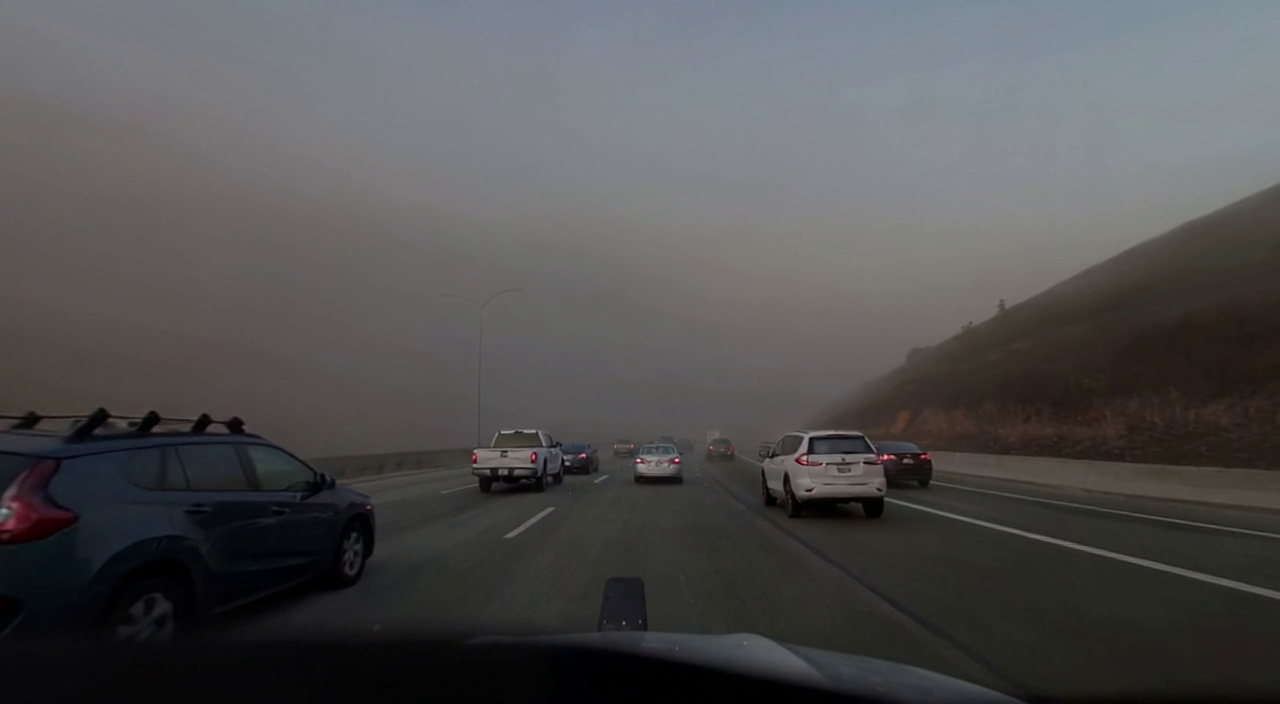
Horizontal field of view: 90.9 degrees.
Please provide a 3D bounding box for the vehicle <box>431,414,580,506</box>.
[{"bbox_3d":[-3.081,2.641,15.946,2.301,1.902,5.374,0,-8,3],"label":"vehicle"}]

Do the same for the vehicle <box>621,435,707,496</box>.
[{"bbox_3d":[0.651,3.105,17.721,2.105,1.471,4.349,0,-8,2],"label":"vehicle"}]

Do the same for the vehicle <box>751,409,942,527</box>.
[{"bbox_3d":[3.512,2.079,11.823,2.046,1.765,4.534,0,-8,0],"label":"vehicle"}]

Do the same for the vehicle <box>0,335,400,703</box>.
[{"bbox_3d":[-3.594,1.041,4.152,2.179,1.723,4.410,0,-8,1],"label":"vehicle"}]
